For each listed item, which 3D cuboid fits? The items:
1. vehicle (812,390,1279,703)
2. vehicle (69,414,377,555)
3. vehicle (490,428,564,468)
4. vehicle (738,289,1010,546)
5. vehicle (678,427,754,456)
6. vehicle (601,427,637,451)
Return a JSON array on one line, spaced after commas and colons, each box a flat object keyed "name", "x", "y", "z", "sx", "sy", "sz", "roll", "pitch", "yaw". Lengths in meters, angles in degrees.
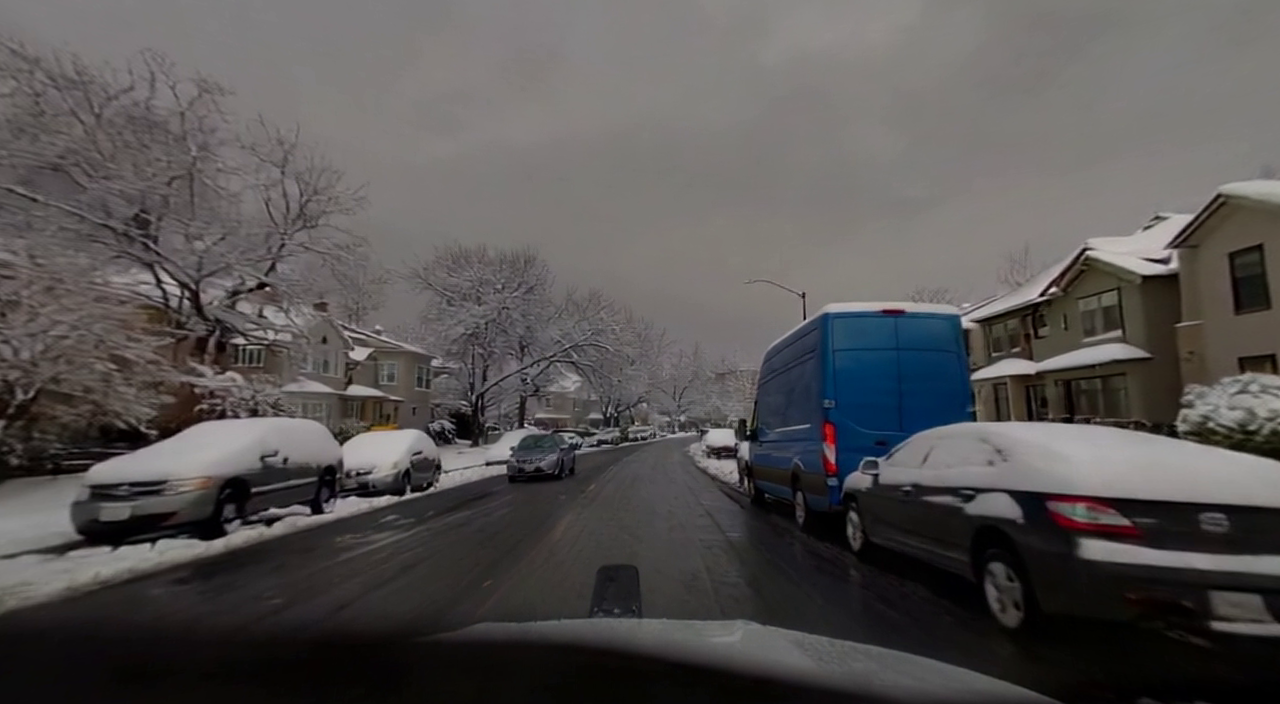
[{"name": "vehicle", "x": 2.984, "y": 1.228, "z": 5.239, "sx": 1.955, "sy": 1.500, "sz": 4.410, "roll": 0, "pitch": -8, "yaw": 1}, {"name": "vehicle", "x": -5.653, "y": 1.739, "z": 9.218, "sx": 1.834, "sy": 1.532, "sz": 3.628, "roll": 3, "pitch": -6, "yaw": 3}, {"name": "vehicle", "x": -4.571, "y": 3.950, "z": 26.100, "sx": 1.941, "sy": 1.515, "sz": 3.995, "roll": -1, "pitch": -8, "yaw": 6}, {"name": "vehicle", "x": 3.296, "y": 1.183, "z": 10.835, "sx": 2.317, "sy": 3.096, "sz": 6.383, "roll": 0, "pitch": -8, "yaw": 2}, {"name": "vehicle", "x": 4.725, "y": 5.574, "z": 39.226, "sx": 4.317, "sy": 1.453, "sz": 1.889, "roll": 0, "pitch": -8, "yaw": -29}, {"name": "vehicle", "x": -1.569, "y": 6.747, "z": 49.120, "sx": 1.953, "sy": 1.550, "sz": 4.142, "roll": -5, "pitch": -7, "yaw": 8}]
